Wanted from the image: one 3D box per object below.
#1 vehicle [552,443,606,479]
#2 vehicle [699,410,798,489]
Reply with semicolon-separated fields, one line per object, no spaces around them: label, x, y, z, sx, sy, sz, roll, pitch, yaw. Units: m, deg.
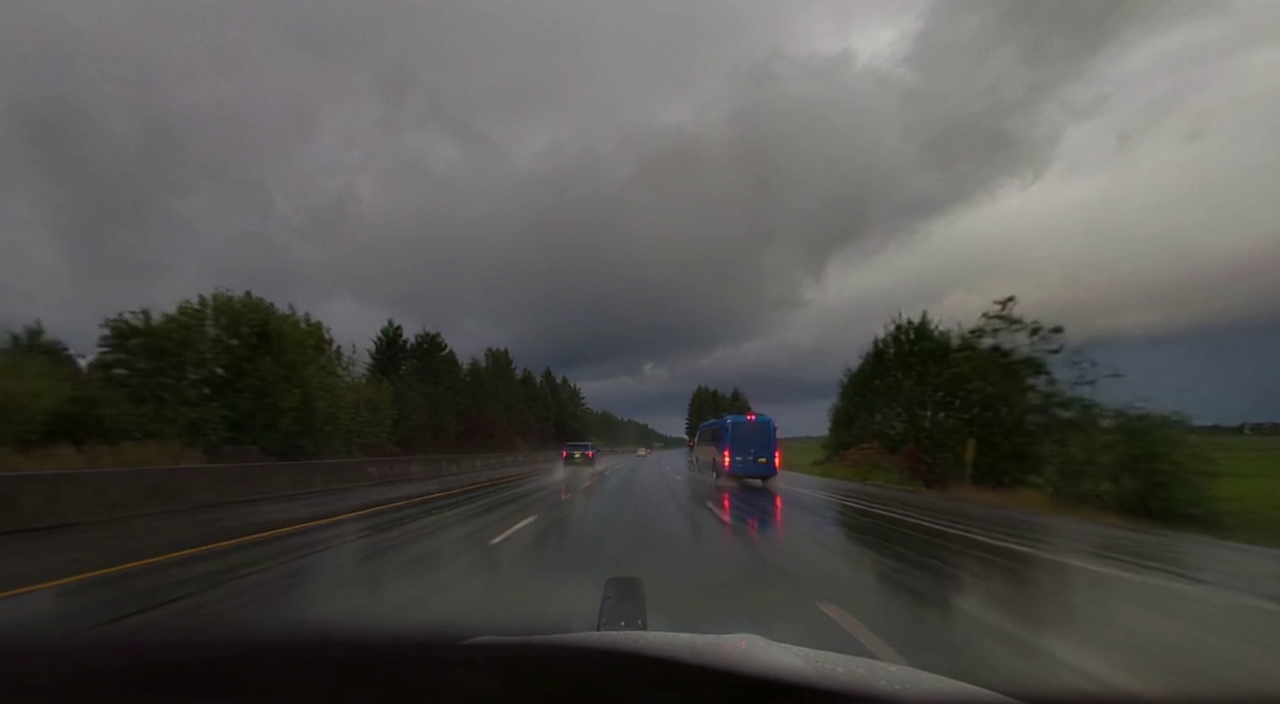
vehicle;-2.852;5.246;30.584;2.020;1.619;4.690;0;-9;1
vehicle;3.974;3.808;24.589;2.614;2.655;6.429;0;-9;-1
